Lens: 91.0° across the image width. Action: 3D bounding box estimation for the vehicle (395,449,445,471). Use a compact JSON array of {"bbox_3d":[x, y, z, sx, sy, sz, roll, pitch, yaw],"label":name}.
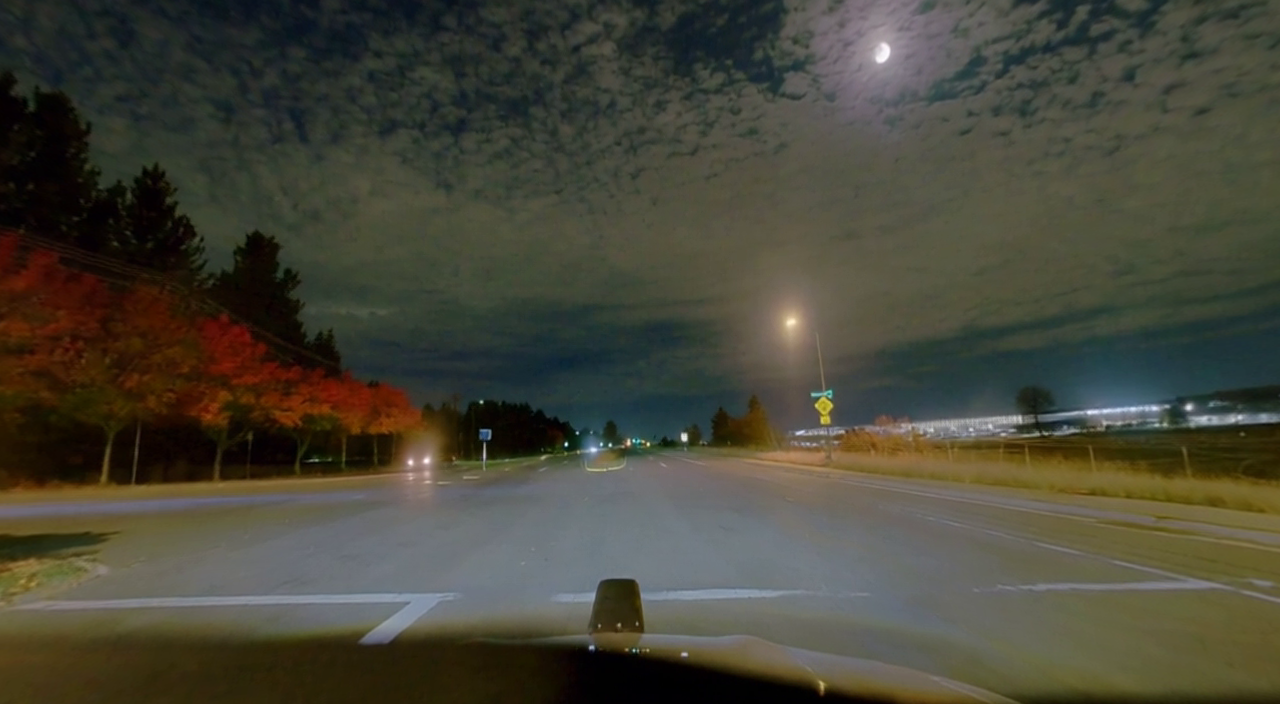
[{"bbox_3d":[-17.272,8.468,49.711,1.907,1.644,4.410,-1,-9,8],"label":"vehicle"}]
